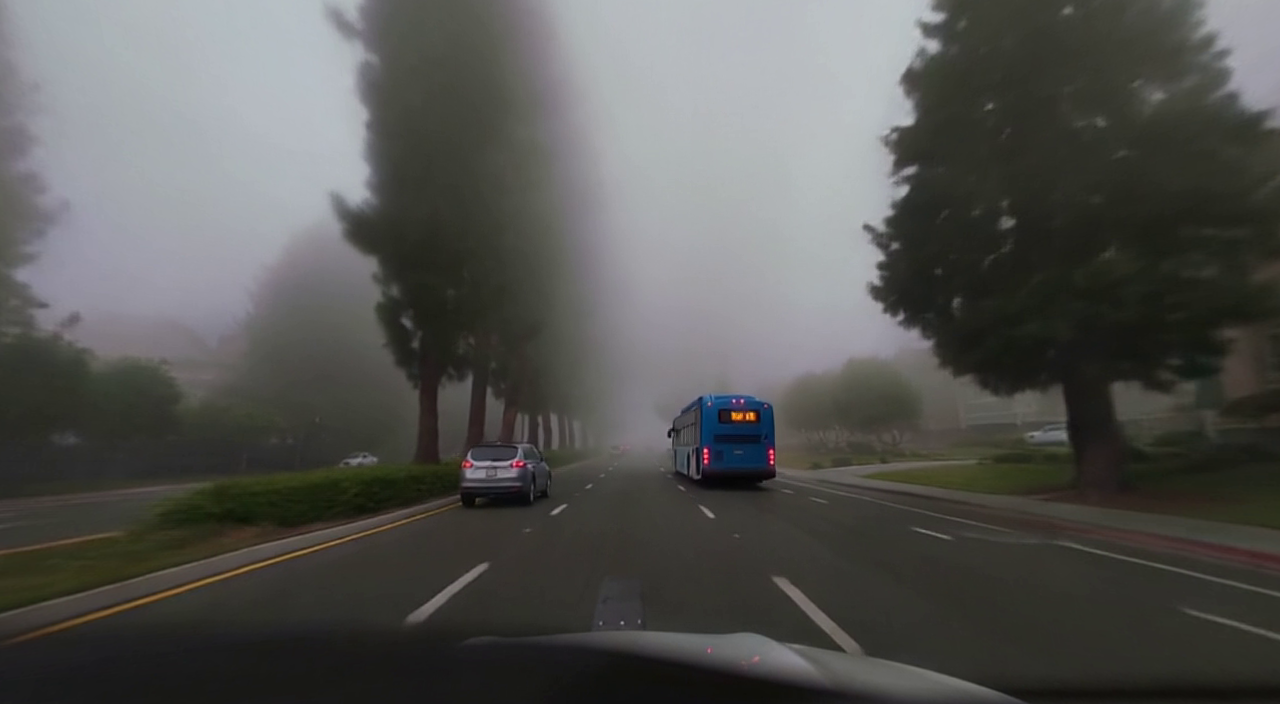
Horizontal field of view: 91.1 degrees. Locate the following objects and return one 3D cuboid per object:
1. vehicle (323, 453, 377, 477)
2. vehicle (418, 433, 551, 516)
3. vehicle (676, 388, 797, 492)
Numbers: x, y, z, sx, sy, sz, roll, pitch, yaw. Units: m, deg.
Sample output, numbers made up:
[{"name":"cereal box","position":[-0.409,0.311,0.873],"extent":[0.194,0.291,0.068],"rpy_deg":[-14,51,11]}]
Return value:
[{"name":"vehicle","position":[-22.338,8.697,48.518],"extent":[2.018,1.648,4.631],"rpy_deg":[0,-8,-1]},{"name":"vehicle","position":[-3.663,2.969,15.741],"extent":[2.111,1.767,4.333],"rpy_deg":[0,-8,1]},{"name":"vehicle","position":[3.404,3.719,26.254],"extent":[3.072,3.278,12.747],"rpy_deg":[0,-8,0]}]
